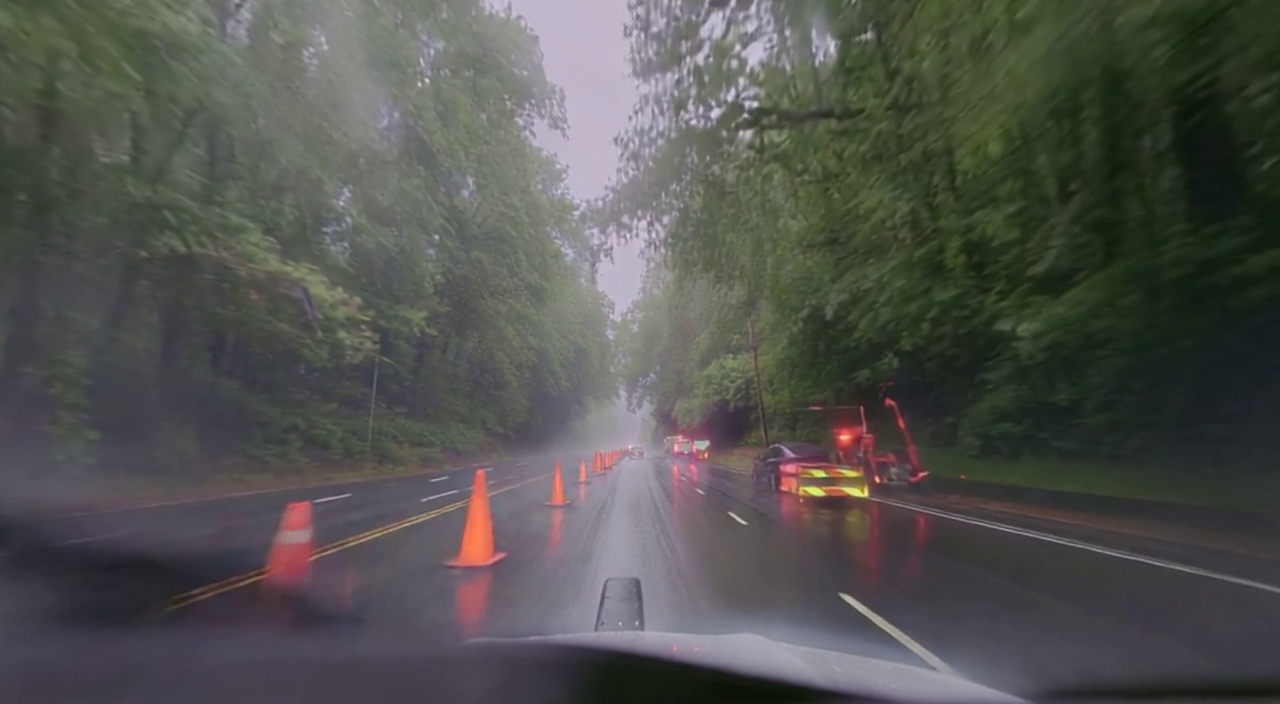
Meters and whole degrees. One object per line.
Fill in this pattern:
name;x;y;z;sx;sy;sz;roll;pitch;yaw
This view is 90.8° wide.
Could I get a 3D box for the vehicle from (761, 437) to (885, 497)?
vehicle;5.662;3.638;20.555;2.324;1.655;5.738;0;-8;0
